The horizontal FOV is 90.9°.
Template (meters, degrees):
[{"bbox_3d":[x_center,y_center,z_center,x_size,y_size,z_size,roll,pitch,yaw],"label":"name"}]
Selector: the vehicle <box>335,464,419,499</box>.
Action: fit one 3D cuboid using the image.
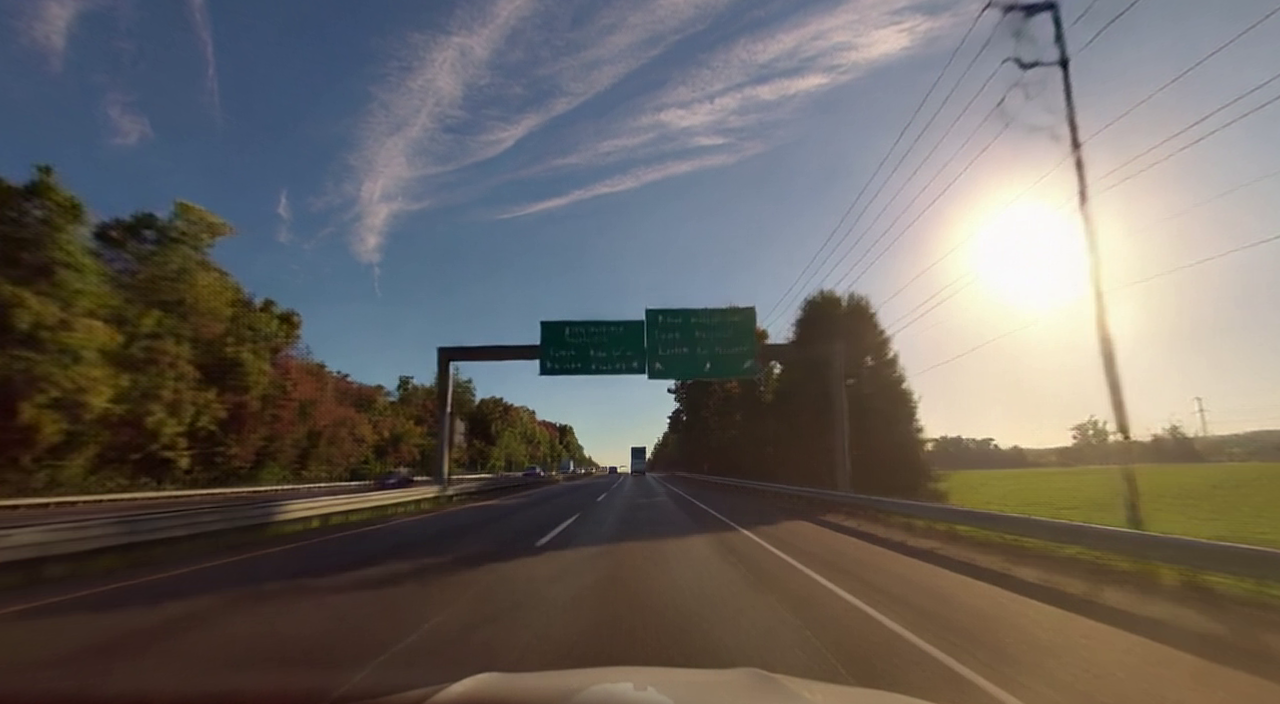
[{"bbox_3d":[-12.078,5.968,29.290,1.865,1.450,4.555,1,-10,0],"label":"vehicle"}]
